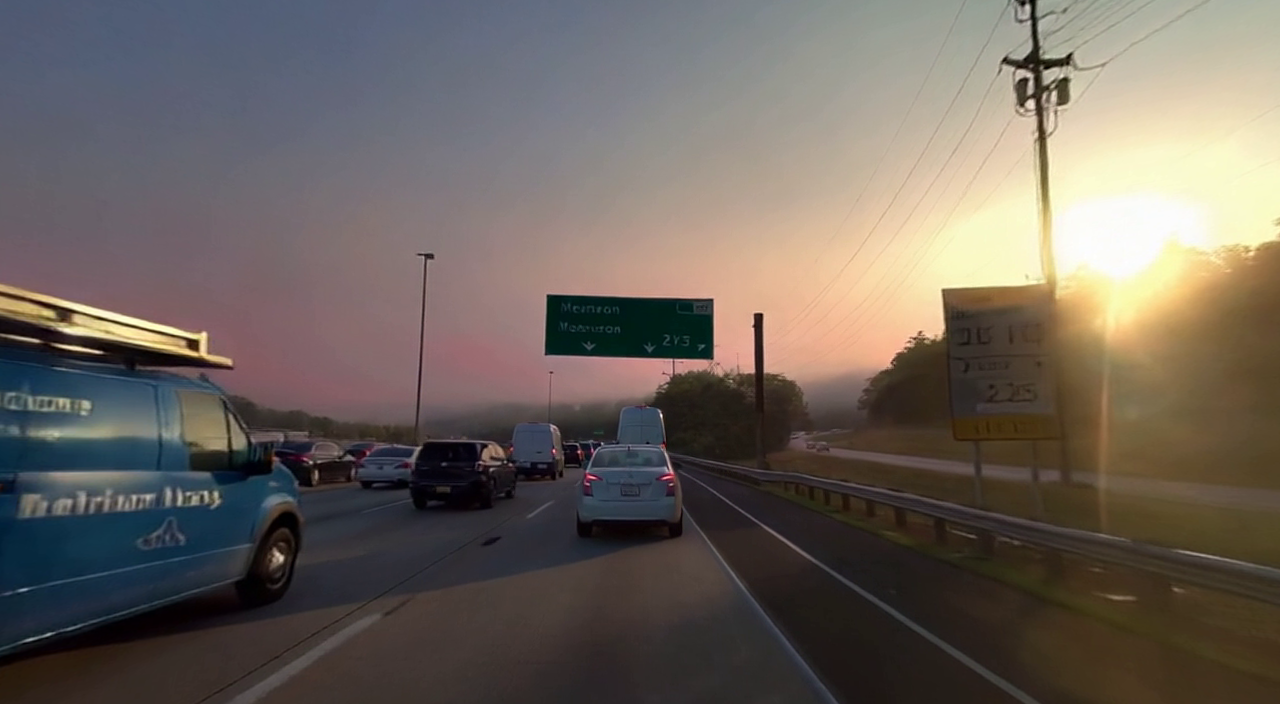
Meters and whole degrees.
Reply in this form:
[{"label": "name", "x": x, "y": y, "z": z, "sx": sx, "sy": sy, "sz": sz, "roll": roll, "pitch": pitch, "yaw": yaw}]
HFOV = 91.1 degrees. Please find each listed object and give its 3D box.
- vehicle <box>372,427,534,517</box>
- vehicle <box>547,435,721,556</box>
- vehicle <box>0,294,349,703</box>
[{"label": "vehicle", "x": -3.876, "y": 2.569, "z": 13.980, "sx": 2.114, "sy": 1.657, "sz": 4.432, "roll": 0, "pitch": -8, "yaw": 2}, {"label": "vehicle", "x": -0.059, "y": 2.010, "z": 9.559, "sx": 2.054, "sy": 1.421, "sz": 4.090, "roll": 0, "pitch": -8, "yaw": 0}, {"label": "vehicle", "x": -3.886, "y": 0.853, "z": 3.606, "sx": 2.142, "sy": 1.952, "sz": 4.556, "roll": 0, "pitch": -8, "yaw": 1}]
